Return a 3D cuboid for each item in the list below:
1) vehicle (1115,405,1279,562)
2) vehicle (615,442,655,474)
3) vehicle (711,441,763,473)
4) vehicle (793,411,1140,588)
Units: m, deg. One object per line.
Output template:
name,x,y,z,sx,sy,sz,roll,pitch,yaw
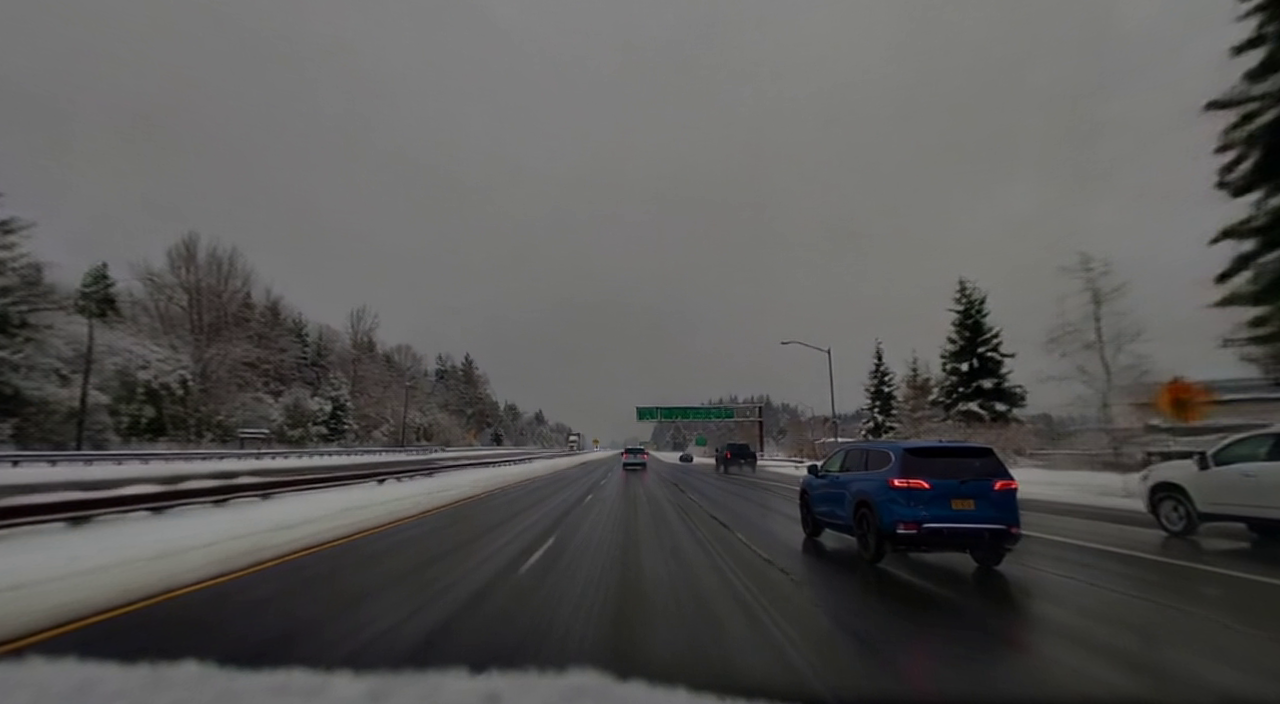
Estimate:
vehicle,8.478,1.531,7.369,1.967,1.816,4.775,0,-8,-3
vehicle,-0.351,6.214,37.479,2.181,1.768,4.383,0,-8,-2
vehicle,7.108,7.742,46.950,2.526,2.230,6.190,0,-8,-3
vehicle,3.639,1.712,8.230,2.097,1.659,4.320,0,-8,-2
